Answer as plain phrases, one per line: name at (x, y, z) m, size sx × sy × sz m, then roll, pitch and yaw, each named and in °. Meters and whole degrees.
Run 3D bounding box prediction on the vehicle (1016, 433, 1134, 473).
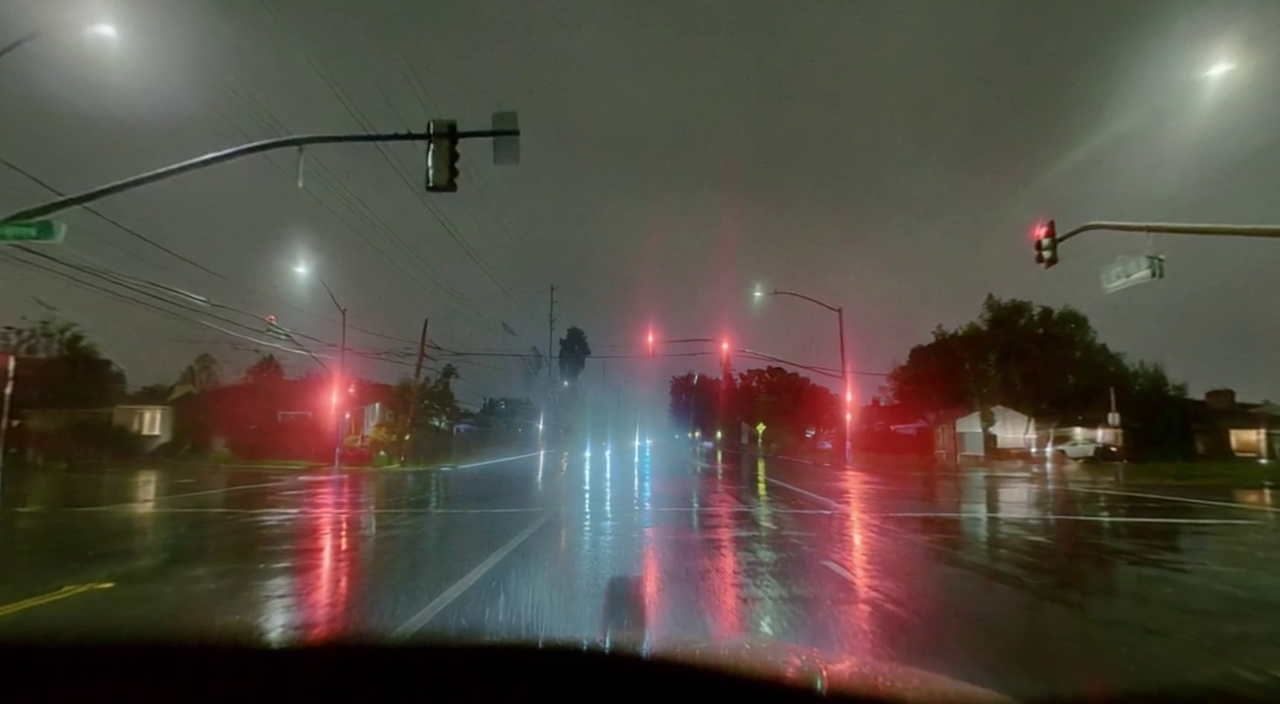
vehicle at (22.864, 5.301, 33.417) m, size 2.030 × 1.927 × 4.853 m, roll 2°, pitch -9°, yaw -14°
